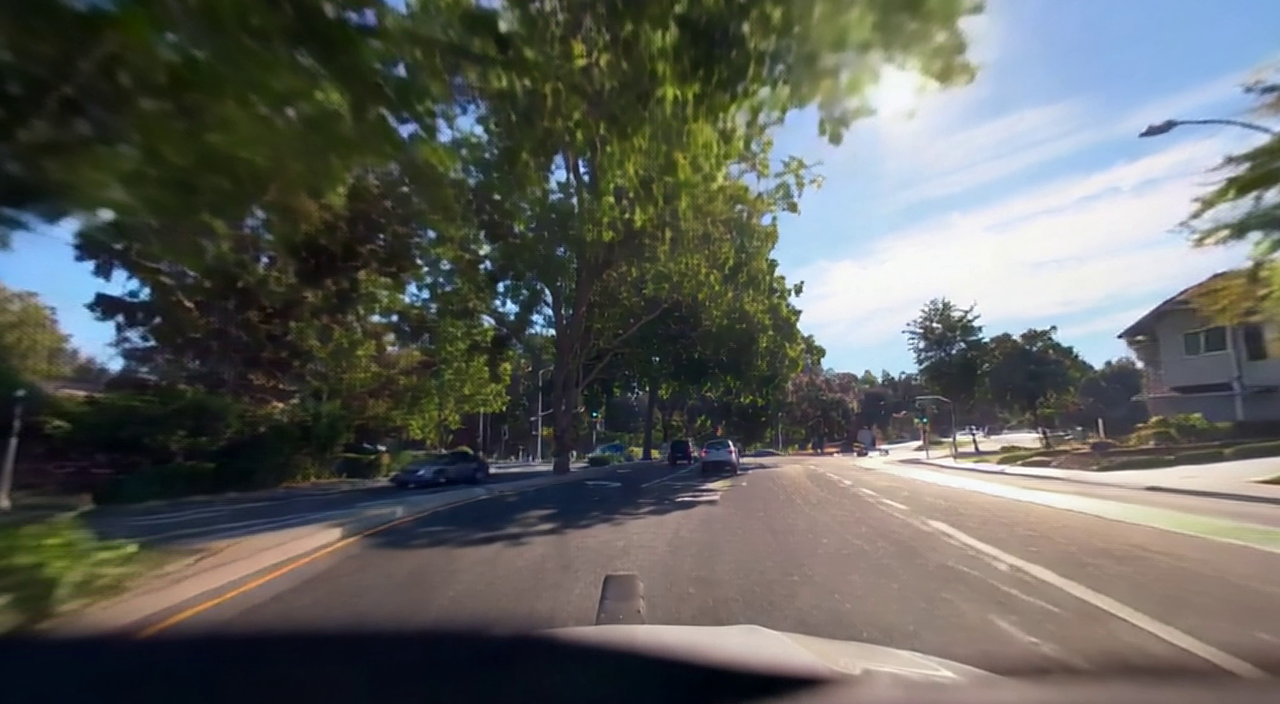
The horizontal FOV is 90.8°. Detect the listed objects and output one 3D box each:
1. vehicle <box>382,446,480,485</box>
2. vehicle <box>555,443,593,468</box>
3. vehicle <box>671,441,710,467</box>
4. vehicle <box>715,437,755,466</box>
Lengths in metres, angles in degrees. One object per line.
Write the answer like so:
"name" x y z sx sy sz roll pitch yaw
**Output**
"vehicle" -8.646 4.716 26.678 1.947 1.486 4.862 -1 -9 8
"vehicle" -4.518 7.140 43.806 2.029 1.667 4.504 -1 -8 2
"vehicle" 3.189 6.348 39.429 1.923 1.498 3.887 -2 -9 11
"vehicle" 6.129 6.356 40.483 2.286 1.701 4.395 -2 -9 11
